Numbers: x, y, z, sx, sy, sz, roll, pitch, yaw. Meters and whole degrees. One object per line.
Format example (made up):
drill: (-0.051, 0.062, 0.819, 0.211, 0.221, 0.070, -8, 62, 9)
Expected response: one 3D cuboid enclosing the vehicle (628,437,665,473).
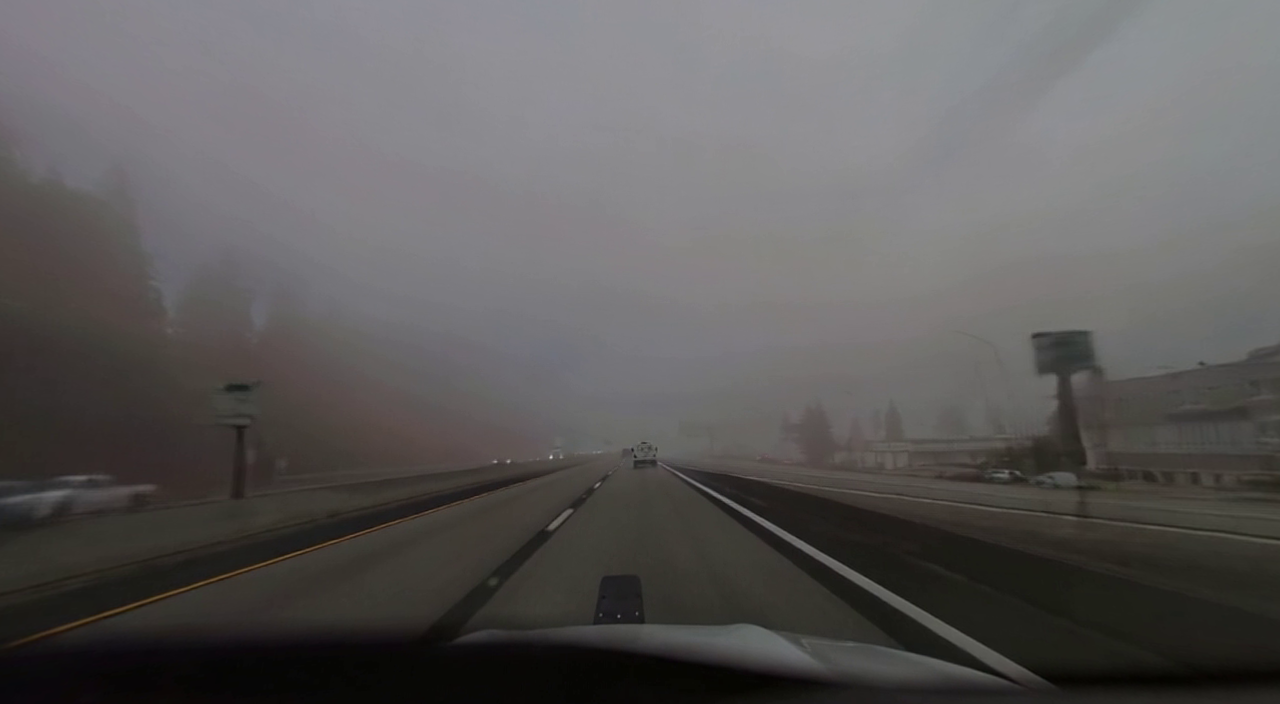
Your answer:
vehicle: (0.430, 6.604, 40.336, 2.268, 2.122, 4.595, -1, -9, 1)
